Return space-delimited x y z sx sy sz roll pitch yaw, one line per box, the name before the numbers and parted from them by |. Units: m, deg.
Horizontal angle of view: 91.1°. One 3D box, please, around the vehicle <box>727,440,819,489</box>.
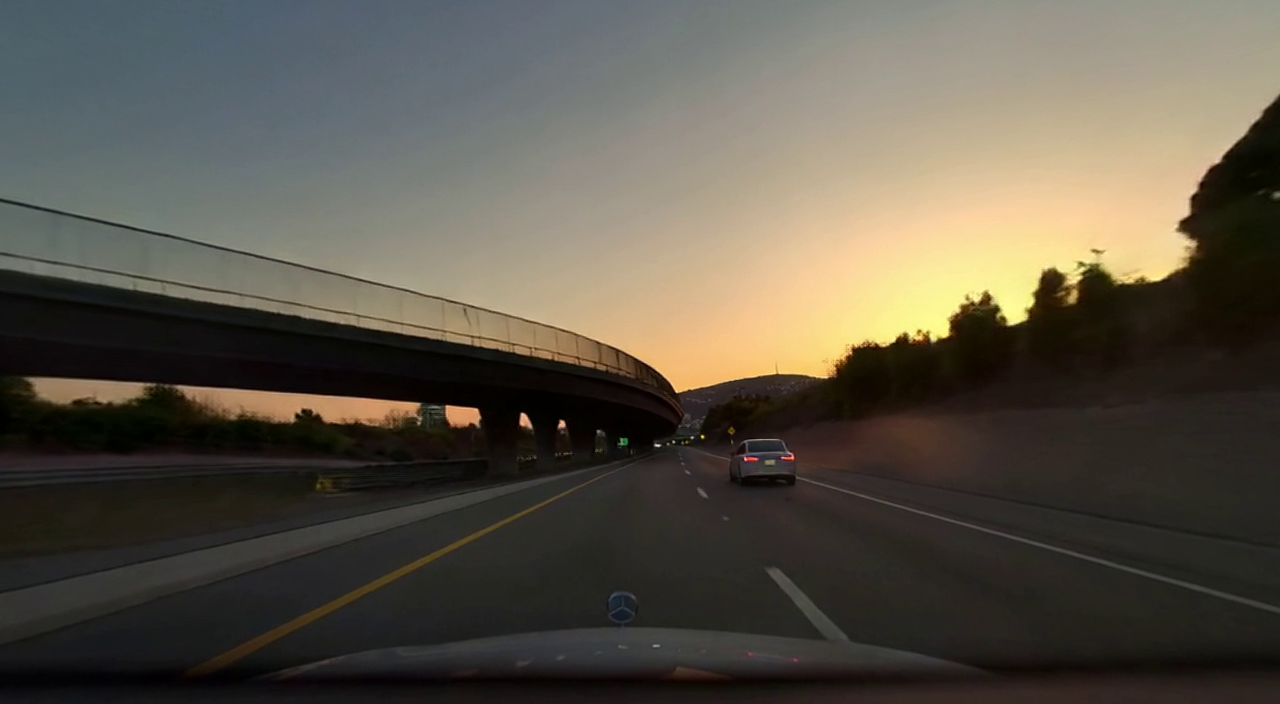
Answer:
vehicle | 4.196 3.631 20.585 2.124 1.405 4.398 0 -9 1
